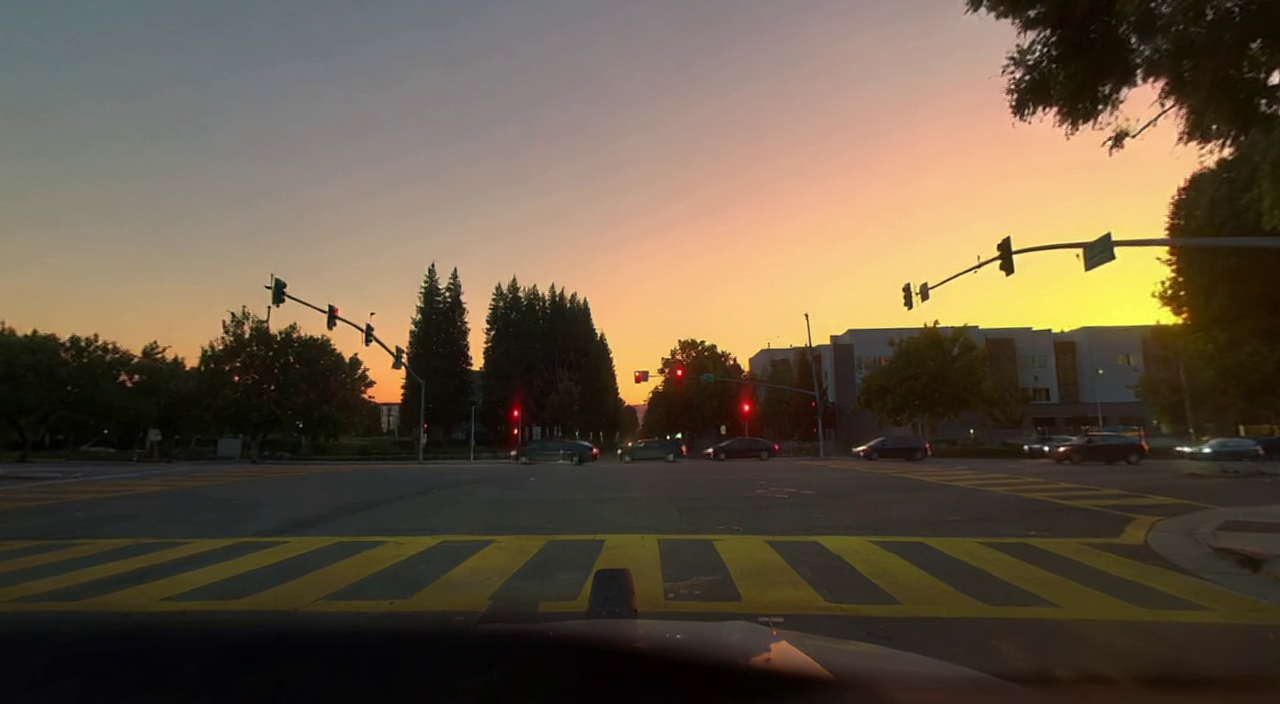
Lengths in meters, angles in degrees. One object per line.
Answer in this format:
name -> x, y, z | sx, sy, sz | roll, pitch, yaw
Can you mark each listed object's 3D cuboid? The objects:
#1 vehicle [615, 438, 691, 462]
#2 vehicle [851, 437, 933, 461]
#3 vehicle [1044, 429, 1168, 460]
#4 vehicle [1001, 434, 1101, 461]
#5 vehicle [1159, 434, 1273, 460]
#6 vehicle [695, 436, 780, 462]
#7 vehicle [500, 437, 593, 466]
vehicle -> 0.805, 6.227, 40.187 | 4.759, 1.445, 1.865 | 0, -9, 0
vehicle -> 15.935, 6.155, 40.105 | 4.443, 1.472, 1.794 | 0, -9, 1
vehicle -> 29.373, 5.848, 39.942 | 6.133, 1.833, 2.155 | 0, -9, -2
vehicle -> 23.769, 5.529, 36.641 | 4.519, 1.476, 1.767 | 0, -9, 1
vehicle -> 33.393, 5.518, 36.727 | 4.724, 1.452, 1.870 | 0, -9, 0
vehicle -> 5.652, 5.675, 36.875 | 4.631, 1.435, 1.715 | 0, -9, -1
vehicle -> -4.844, 5.212, 33.209 | 4.629, 1.423, 1.833 | 0, -9, 1
